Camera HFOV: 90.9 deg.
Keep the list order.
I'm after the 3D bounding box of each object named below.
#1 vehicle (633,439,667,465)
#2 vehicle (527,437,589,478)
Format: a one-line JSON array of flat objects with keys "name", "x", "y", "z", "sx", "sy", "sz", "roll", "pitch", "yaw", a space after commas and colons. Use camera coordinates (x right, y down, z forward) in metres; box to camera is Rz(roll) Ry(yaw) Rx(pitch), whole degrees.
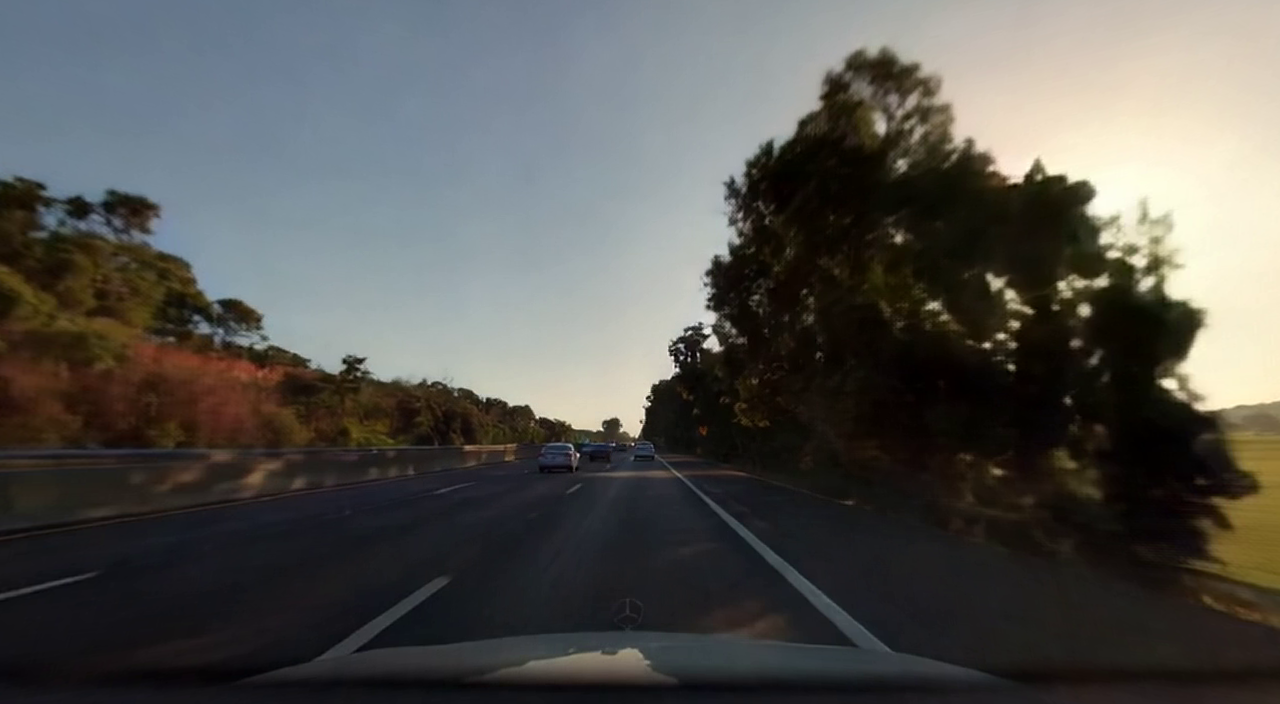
[{"name": "vehicle", "x": 0.734, "y": 6.954, "z": 44.163, "sx": 2.259, "sy": 1.697, "sz": 4.106, "roll": 0, "pitch": -8, "yaw": 1}, {"name": "vehicle", "x": -3.527, "y": 4.628, "z": 27.943, "sx": 2.028, "sy": 1.634, "sz": 4.441, "roll": -1, "pitch": -8, "yaw": 2}]
